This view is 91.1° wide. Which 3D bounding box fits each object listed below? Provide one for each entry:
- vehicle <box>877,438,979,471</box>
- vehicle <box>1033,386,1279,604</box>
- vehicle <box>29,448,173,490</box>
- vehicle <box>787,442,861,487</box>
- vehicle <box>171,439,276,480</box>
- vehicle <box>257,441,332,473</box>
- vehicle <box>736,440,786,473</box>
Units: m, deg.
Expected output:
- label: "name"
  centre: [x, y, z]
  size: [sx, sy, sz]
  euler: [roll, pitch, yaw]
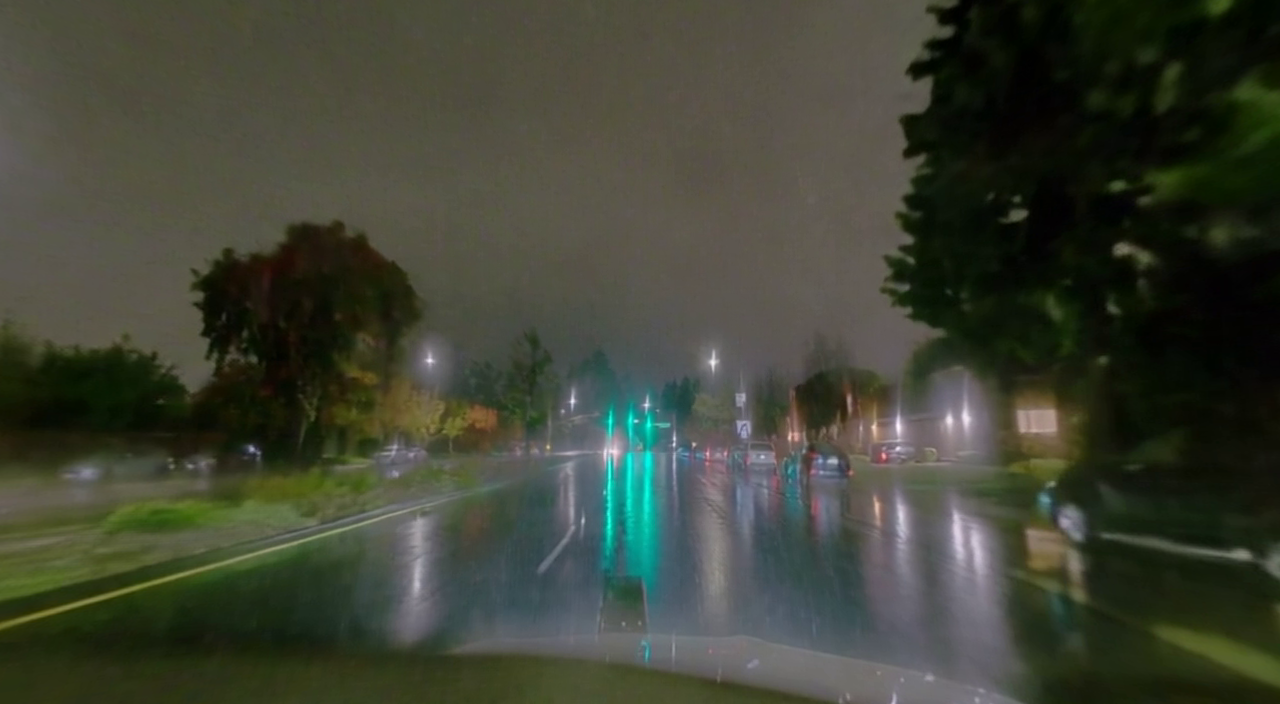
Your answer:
- label: "vehicle"
  centre: [15.708, 5.609, 34.448]
  size: [4.554, 1.727, 2.085]
  euler: [0, -9, 4]
- label: "vehicle"
  centre: [7.351, 1.516, 6.897]
  size: [2.306, 2.088, 5.571]
  euler: [1, -9, -1]
- label: "vehicle"
  centre: [-21.056, 4.554, 24.806]
  size: [1.910, 1.493, 4.190]
  euler: [0, -9, 0]
- label: "vehicle"
  centre: [7.543, 4.628, 26.237]
  size: [1.910, 1.686, 4.399]
  euler: [0, -9, 2]
- label: "vehicle"
  centre: [-20.831, 5.380, 31.713]
  size: [1.990, 1.844, 4.902]
  euler: [0, -9, -1]
- label: "vehicle"
  centre: [-20.784, 6.332, 38.009]
  size: [1.901, 1.785, 4.676]
  euler: [0, -9, 0]
- label: "vehicle"
  centre: [7.427, 6.475, 39.076]
  size: [2.032, 1.844, 4.964]
  euler: [1, -9, -1]
